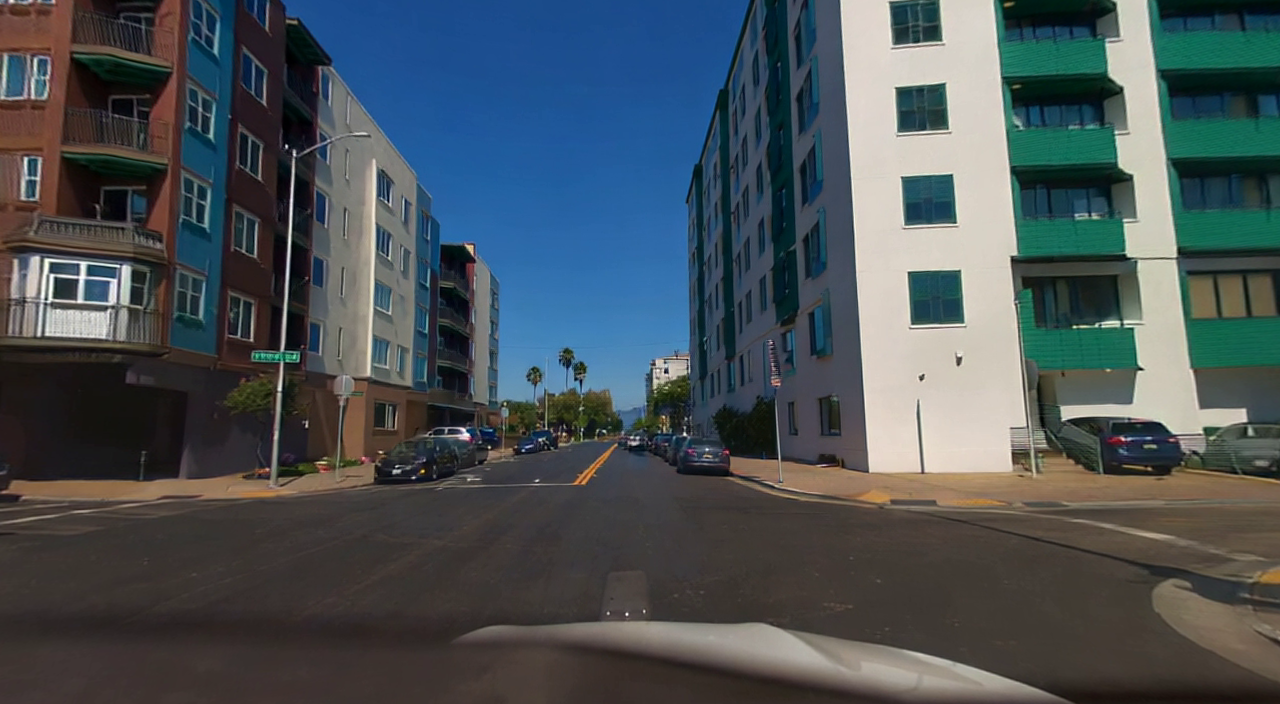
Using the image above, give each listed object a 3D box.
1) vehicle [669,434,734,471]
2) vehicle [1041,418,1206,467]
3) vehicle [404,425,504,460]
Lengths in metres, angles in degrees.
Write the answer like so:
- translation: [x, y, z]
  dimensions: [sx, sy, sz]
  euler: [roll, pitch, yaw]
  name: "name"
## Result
- translation: [2.529, 4.311, 27.153]
  dimensions: [2.290, 1.456, 4.503]
  euler: [0, -8, -1]
  name: "vehicle"
- translation: [15.330, 2.897, 20.142]
  dimensions: [3.752, 1.453, 1.709]
  euler: [0, -9, 2]
  name: "vehicle"
- translation: [-11.441, 5.591, 38.875]
  dimensions: [5.540, 1.950, 2.113]
  euler: [4, -12, -28]
  name: "vehicle"
